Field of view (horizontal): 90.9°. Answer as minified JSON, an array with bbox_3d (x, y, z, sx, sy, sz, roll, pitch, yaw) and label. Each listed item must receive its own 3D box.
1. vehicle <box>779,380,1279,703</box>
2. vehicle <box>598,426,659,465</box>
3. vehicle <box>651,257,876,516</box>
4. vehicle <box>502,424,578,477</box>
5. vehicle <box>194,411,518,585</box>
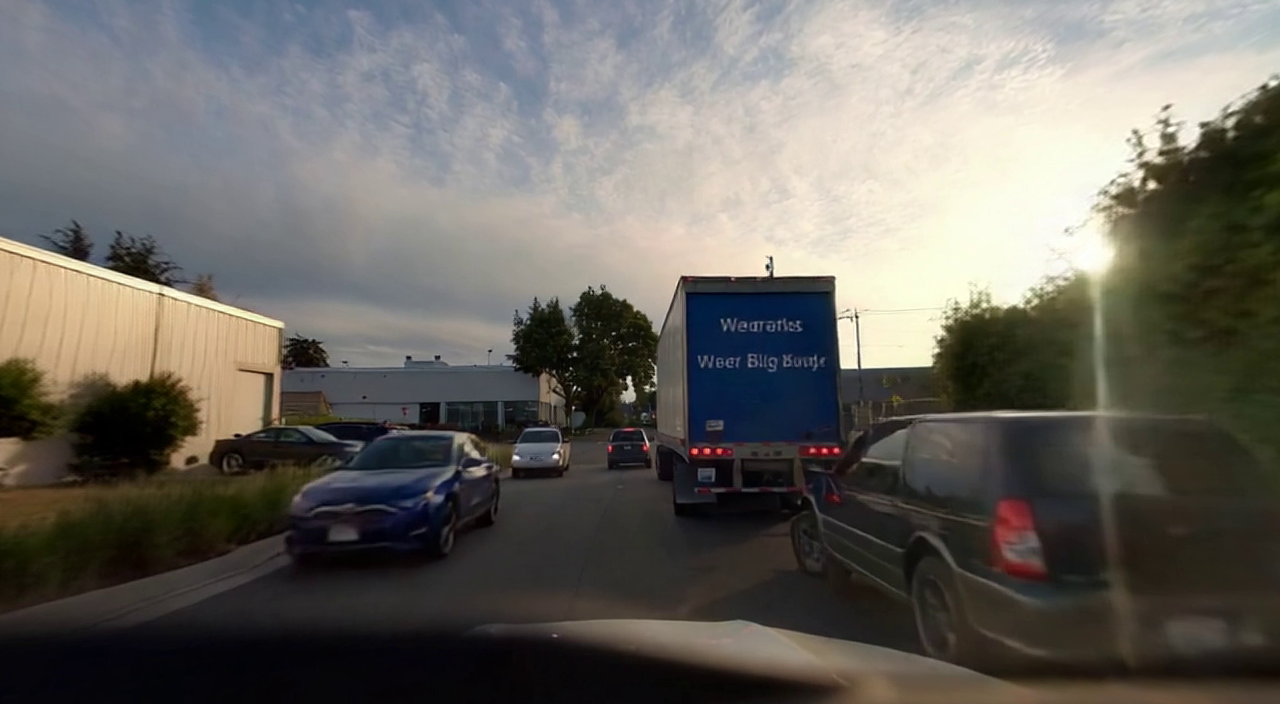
[{"bbox_3d":[2.387,1.126,4.404,1.866,1.531,3.579,0,-8,-2],"label":"vehicle"},{"bbox_3d":[-0.390,3.909,26.405,2.160,1.498,3.909,-1,-8,5],"label":"vehicle"},{"bbox_3d":[2.042,1.462,17.175,2.865,4.113,14.471,0,-8,-1],"label":"vehicle"},{"bbox_3d":[-3.039,3.059,19.863,1.780,1.488,4.043,0,-8,-1],"label":"vehicle"},{"bbox_3d":[-2.910,1.579,7.742,2.033,1.508,4.298,0,-8,-1],"label":"vehicle"}]
